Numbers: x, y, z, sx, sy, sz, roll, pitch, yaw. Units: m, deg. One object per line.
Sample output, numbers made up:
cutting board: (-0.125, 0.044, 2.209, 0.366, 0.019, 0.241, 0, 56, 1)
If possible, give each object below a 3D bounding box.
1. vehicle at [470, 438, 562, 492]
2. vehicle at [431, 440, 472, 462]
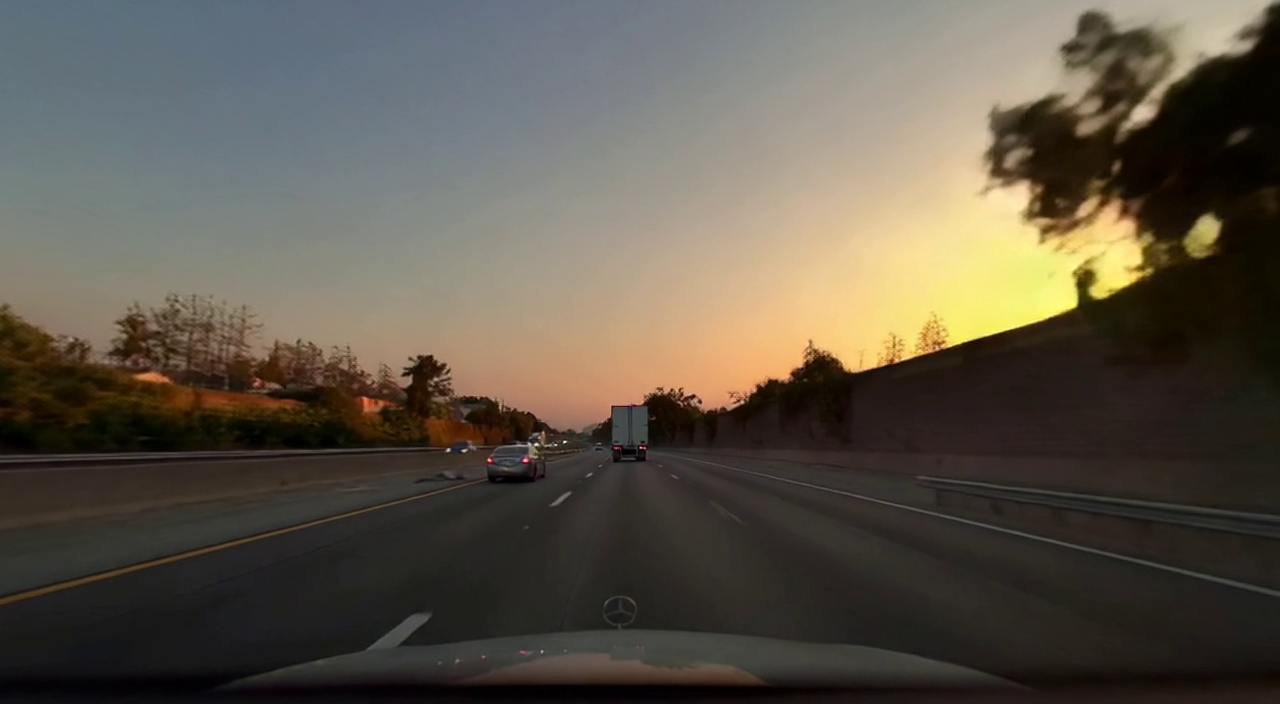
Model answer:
vehicle: (-3.878, 3.628, 20.432, 2.057, 1.519, 4.372, 0, -9, 1)
vehicle: (-13.737, 7.266, 45.917, 1.815, 1.494, 4.002, 0, -9, 0)
